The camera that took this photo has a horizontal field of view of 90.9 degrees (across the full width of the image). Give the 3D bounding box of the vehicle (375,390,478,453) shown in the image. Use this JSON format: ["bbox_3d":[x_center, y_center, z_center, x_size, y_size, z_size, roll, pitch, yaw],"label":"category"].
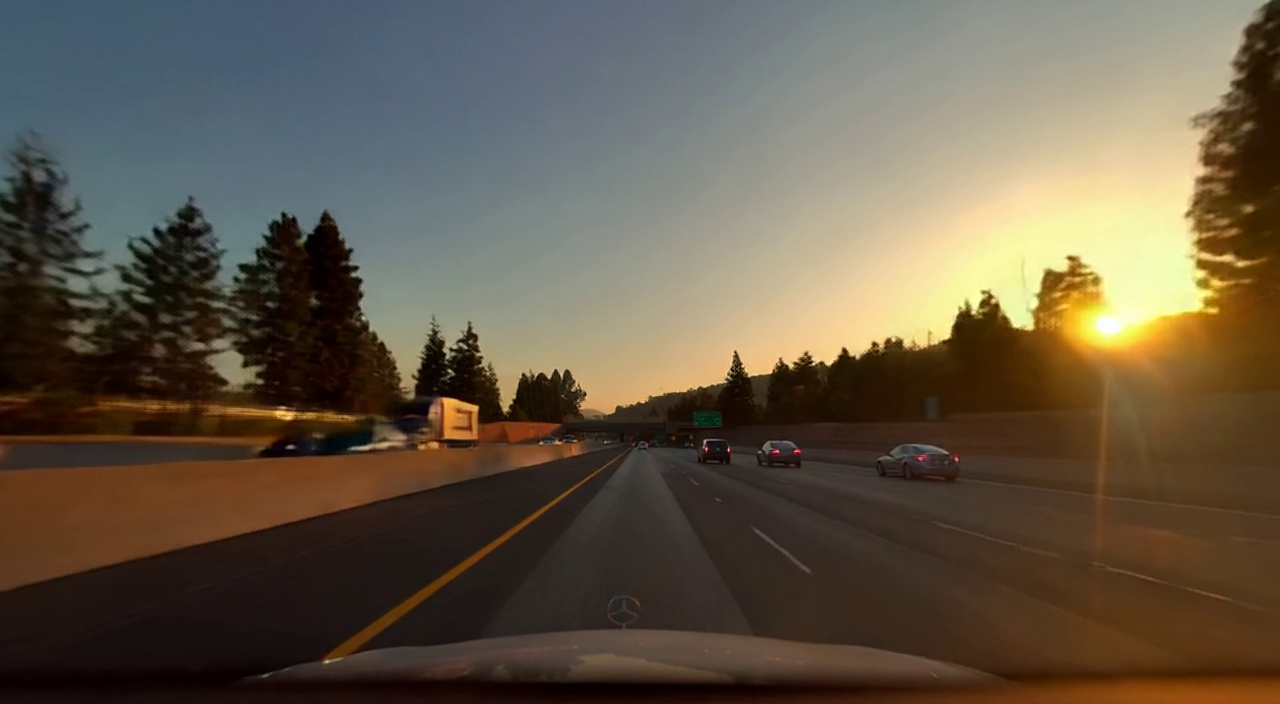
[{"bbox_3d":[-13.765,4.844,42.047,3.009,3.639,10.635,0,-9,1],"label":"vehicle"}]

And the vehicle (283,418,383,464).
[{"bbox_3d":[-10.451,3.090,21.755,1.617,1.442,3.488,0,-8,1],"label":"vehicle"}]

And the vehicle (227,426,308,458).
[{"bbox_3d":[-17.251,4.228,29.409,1.551,1.393,3.450,0,-9,2],"label":"vehicle"}]

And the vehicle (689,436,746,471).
[{"bbox_3d":[3.813,5.102,31.923,2.326,1.644,4.206,0,-8,-1],"label":"vehicle"}]

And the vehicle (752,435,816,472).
[{"bbox_3d":[7.280,5.183,32.388,2.178,1.749,4.570,0,-8,-1],"label":"vehicle"}]

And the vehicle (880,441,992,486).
[{"bbox_3d":[10.728,4.046,23.313,1.970,1.479,4.480,0,-8,0],"label":"vehicle"}]
